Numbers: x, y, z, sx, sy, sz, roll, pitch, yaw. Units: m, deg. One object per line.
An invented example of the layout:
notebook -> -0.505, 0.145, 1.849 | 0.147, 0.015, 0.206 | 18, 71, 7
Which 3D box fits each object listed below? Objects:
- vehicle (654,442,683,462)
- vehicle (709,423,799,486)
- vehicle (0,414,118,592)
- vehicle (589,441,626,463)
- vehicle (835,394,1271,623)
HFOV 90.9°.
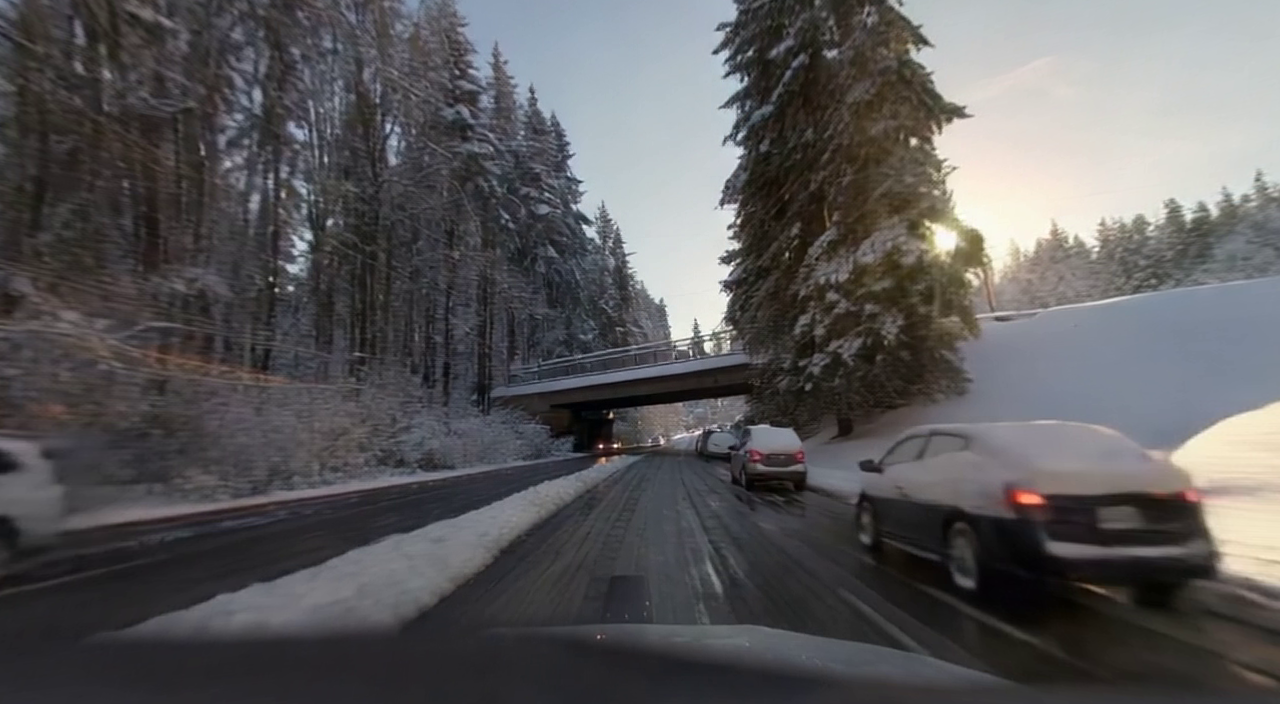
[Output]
vehicle -> 2.259, 7.811, 49.321 | 2.078, 1.506, 4.058 | -1, -8, 5
vehicle -> 3.866, 3.585, 22.318 | 2.273, 1.944, 4.866 | 0, -8, 0
vehicle -> -7.951, 1.458, 5.693 | 2.089, 1.860, 4.704 | -1, -8, 7
vehicle -> -2.297, 7.267, 46.070 | 2.009, 1.527, 4.119 | -1, -8, 7
vehicle -> 3.782, 1.494, 6.949 | 1.938, 1.710, 4.249 | 0, -8, 1
